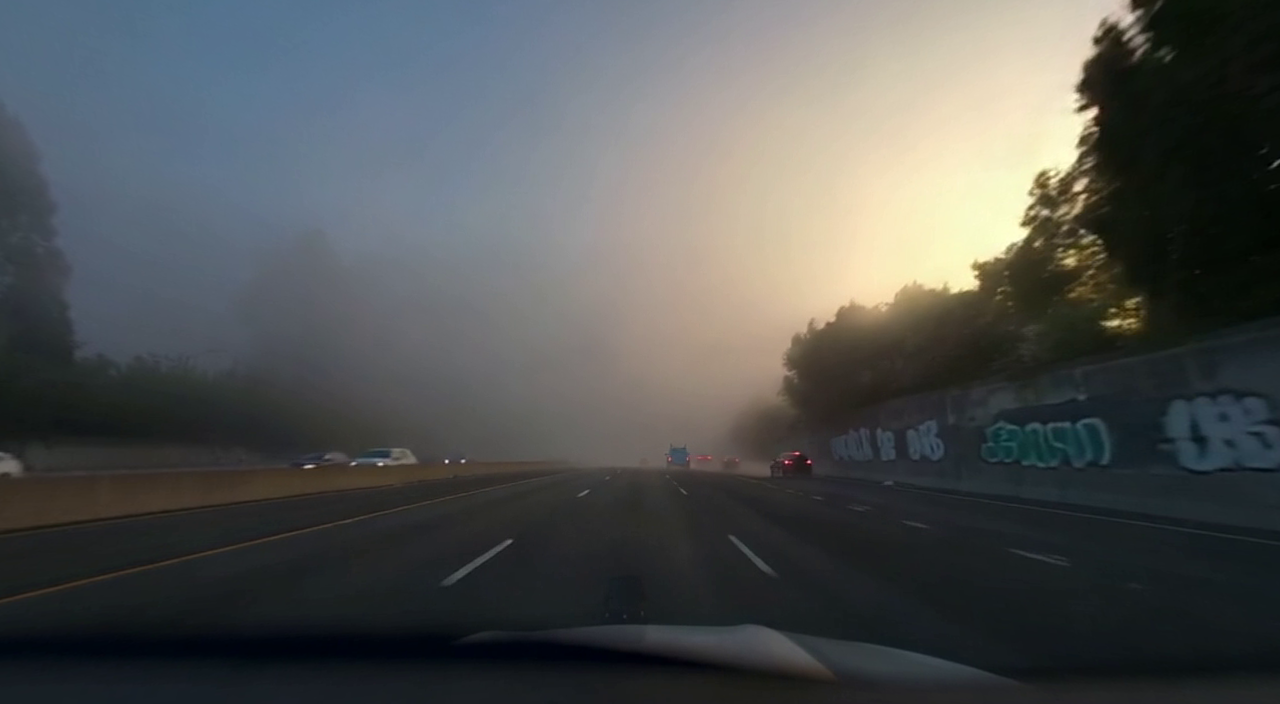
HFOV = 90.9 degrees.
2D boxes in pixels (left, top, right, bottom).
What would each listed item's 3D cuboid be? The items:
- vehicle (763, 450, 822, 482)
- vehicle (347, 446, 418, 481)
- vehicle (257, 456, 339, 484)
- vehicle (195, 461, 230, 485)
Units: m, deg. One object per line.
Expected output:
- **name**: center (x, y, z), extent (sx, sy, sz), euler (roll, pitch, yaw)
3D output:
- **vehicle**: center (7.762, 5.850, 32.538), extent (1.907, 1.495, 4.517), euler (0, -9, 0)
- **vehicle**: center (-15.240, 6.626, 37.653), extent (2.130, 1.948, 4.751), euler (0, -9, 1)
- **vehicle**: center (-19.069, 6.561, 35.364), extent (1.985, 1.429, 4.497), euler (0, -9, 1)
- **vehicle**: center (-32.018, 9.031, 47.280), extent (1.873, 1.614, 4.321), euler (5, -10, -31)
